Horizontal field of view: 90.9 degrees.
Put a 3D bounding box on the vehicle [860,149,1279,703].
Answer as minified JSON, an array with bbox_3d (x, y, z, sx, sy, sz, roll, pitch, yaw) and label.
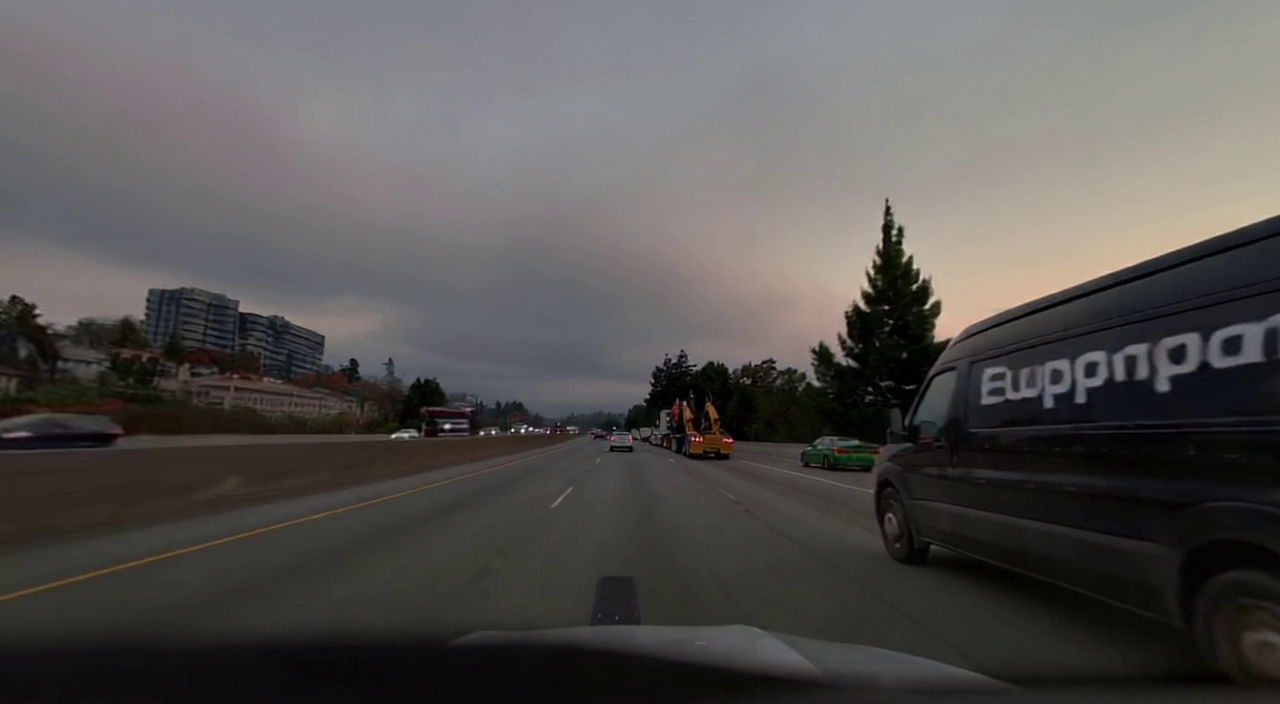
[{"bbox_3d":[3.714,0.646,3.942,2.386,2.509,5.880,0,-8,-2],"label":"vehicle"}]

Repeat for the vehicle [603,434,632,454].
[{"bbox_3d":[-1.786,7.286,49.815,2.217,1.502,4.222,1,-8,-3],"label":"vehicle"}]

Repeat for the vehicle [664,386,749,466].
[{"bbox_3d":[3.328,4.171,34.726,2.912,3.738,10.123,1,-8,-4],"label":"vehicle"}]

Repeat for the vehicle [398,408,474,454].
[{"bbox_3d":[-12.162,4.814,38.263,2.330,2.491,7.401,0,-8,-2],"label":"vehicle"}]

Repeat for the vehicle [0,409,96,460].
[{"bbox_3d":[-21.923,2.902,22.081,1.914,1.637,4.353,0,-8,-3],"label":"vehicle"}]
